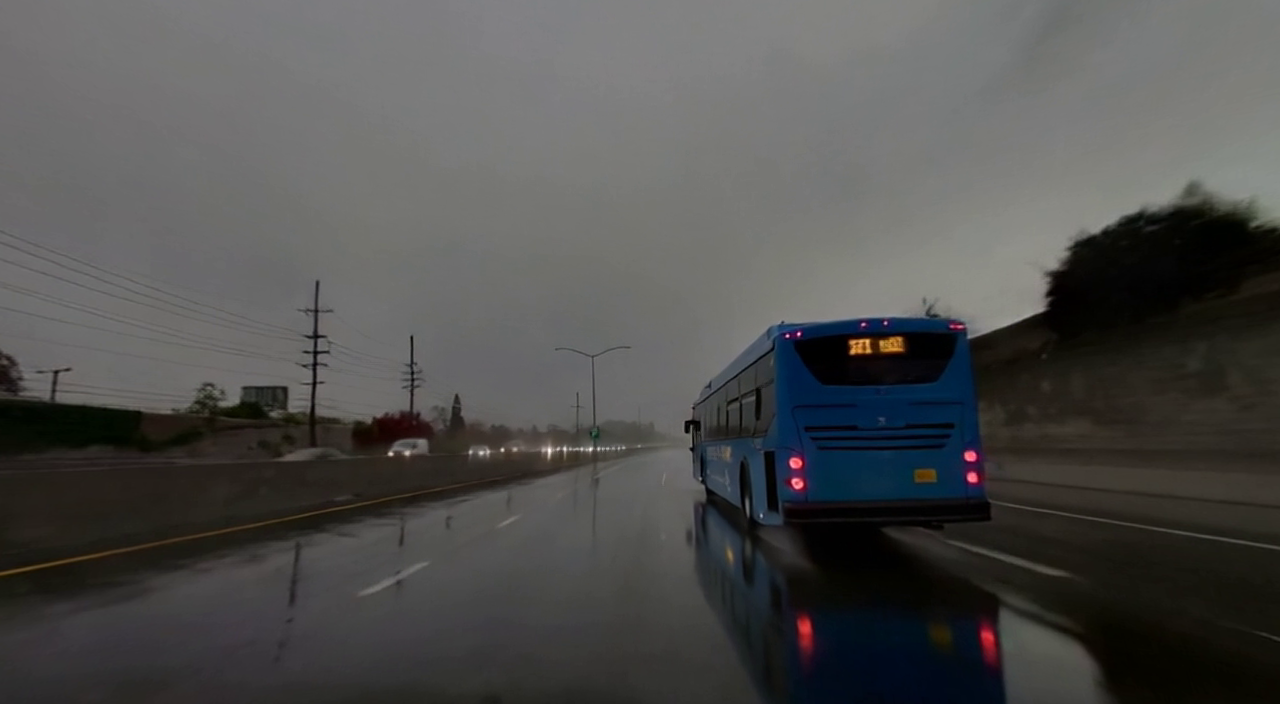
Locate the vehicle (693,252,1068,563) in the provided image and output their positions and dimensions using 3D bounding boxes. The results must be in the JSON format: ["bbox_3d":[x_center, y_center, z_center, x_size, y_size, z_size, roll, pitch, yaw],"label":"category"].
[{"bbox_3d":[3.310,1.662,14.539,3.144,3.580,14.591,0,-8,1],"label":"vehicle"}]

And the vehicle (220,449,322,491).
[{"bbox_3d":[-14.775,4.710,25.574,1.733,1.512,3.902,0,-8,0],"label":"vehicle"}]
